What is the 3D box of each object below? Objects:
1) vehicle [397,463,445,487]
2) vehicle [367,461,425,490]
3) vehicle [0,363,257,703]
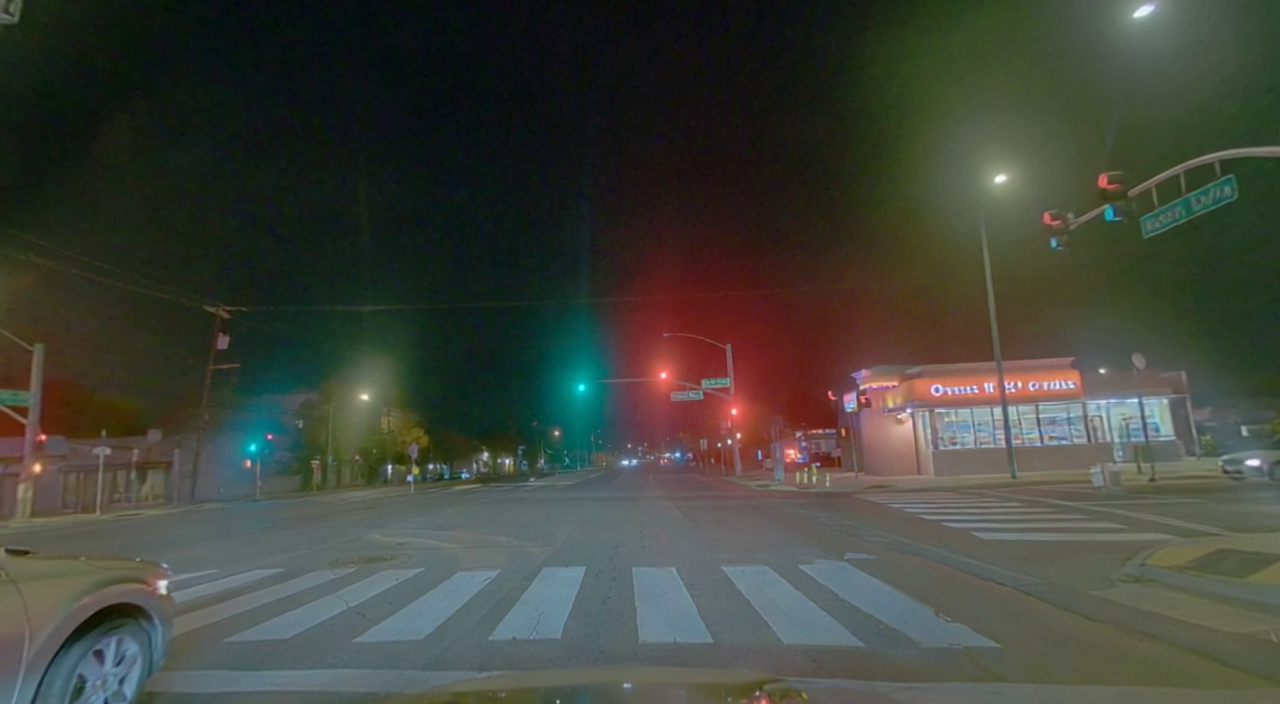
[{"bbox_3d":[-15.742,8.827,45.417,1.931,1.471,4.152,0,-9,1],"label":"vehicle"},{"bbox_3d":[-19.210,9.708,49.826,2.227,2.033,5.614,0,-9,1],"label":"vehicle"},{"bbox_3d":[-3.410,0.739,1.412,2.081,1.644,4.523,0,-9,3],"label":"vehicle"}]
